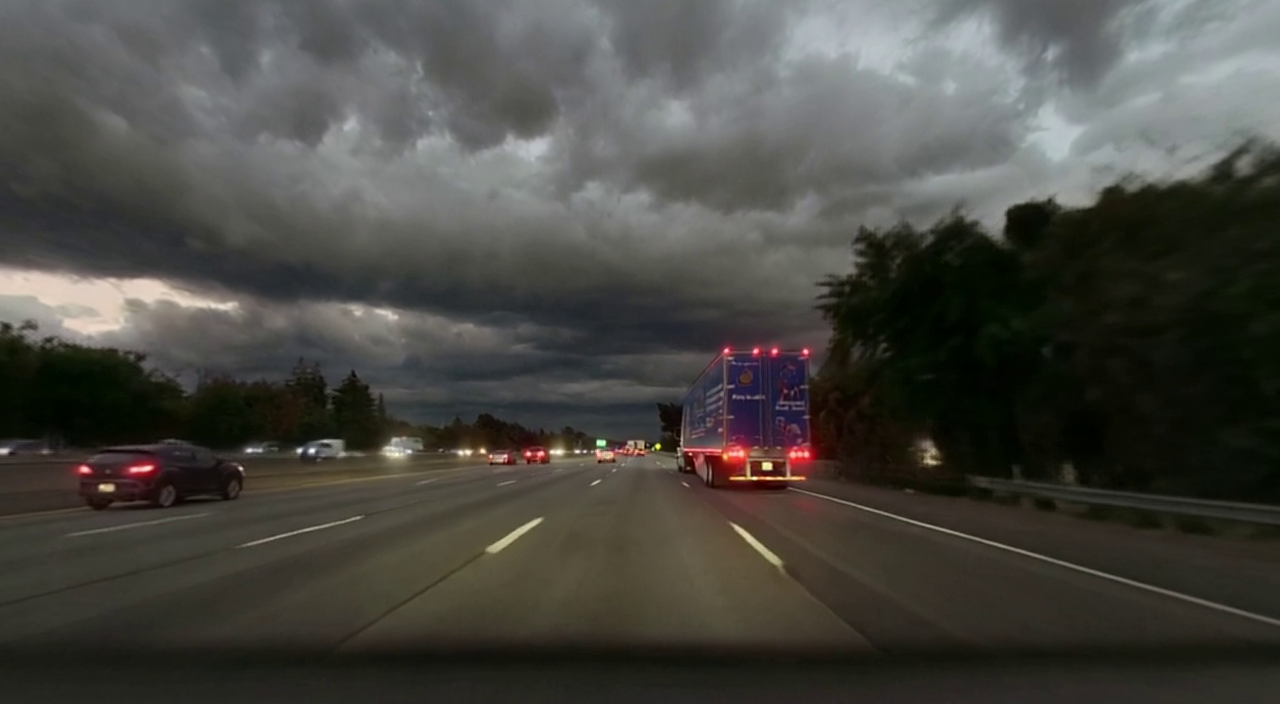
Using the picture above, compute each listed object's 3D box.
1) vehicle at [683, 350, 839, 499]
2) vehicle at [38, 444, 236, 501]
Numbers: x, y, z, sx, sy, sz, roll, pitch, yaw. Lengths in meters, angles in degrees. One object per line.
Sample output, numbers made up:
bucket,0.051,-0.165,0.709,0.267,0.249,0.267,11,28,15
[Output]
vehicle,3.844,3.121,25.136,3.140,4.100,15.551,0,-9,0
vehicle,-14.666,3.499,18.902,1.982,1.471,4.747,0,-9,1
